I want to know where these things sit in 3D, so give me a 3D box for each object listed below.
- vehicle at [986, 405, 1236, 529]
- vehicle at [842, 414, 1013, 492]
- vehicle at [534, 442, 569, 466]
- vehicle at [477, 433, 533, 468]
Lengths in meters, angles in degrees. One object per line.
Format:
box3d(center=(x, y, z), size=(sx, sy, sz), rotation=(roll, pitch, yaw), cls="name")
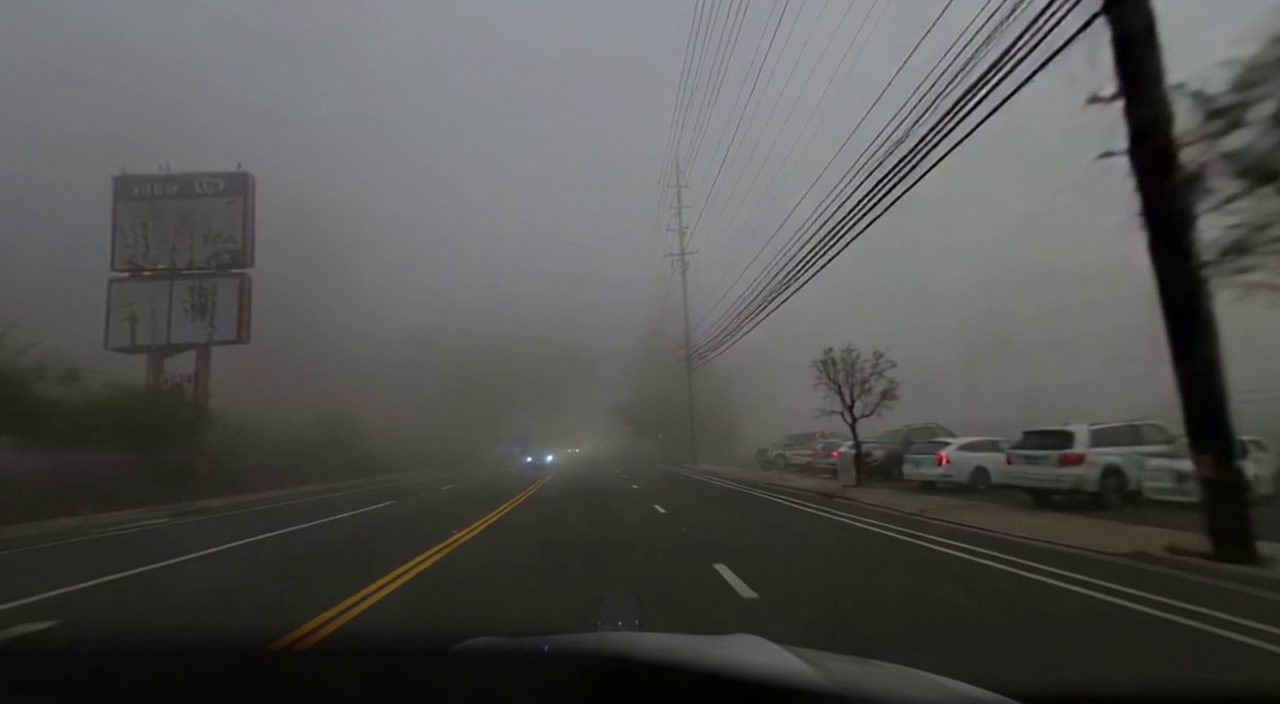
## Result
box3d(center=(9.016, 2.049, 11.905), size=(5.112, 1.832, 2.290), rotation=(5, -10, -37), cls="vehicle")
box3d(center=(8.873, 3.018, 19.252), size=(5.414, 2.035, 2.476), rotation=(6, -10, -39), cls="vehicle")
box3d(center=(-6.133, 7.096, 44.087), size=(1.998, 1.562, 4.433), rotation=(0, -8, -3), cls="vehicle")
box3d(center=(-10.026, 7.365, 47.459), size=(2.909, 2.362, 7.390), rotation=(0, -8, -3), cls="vehicle")
